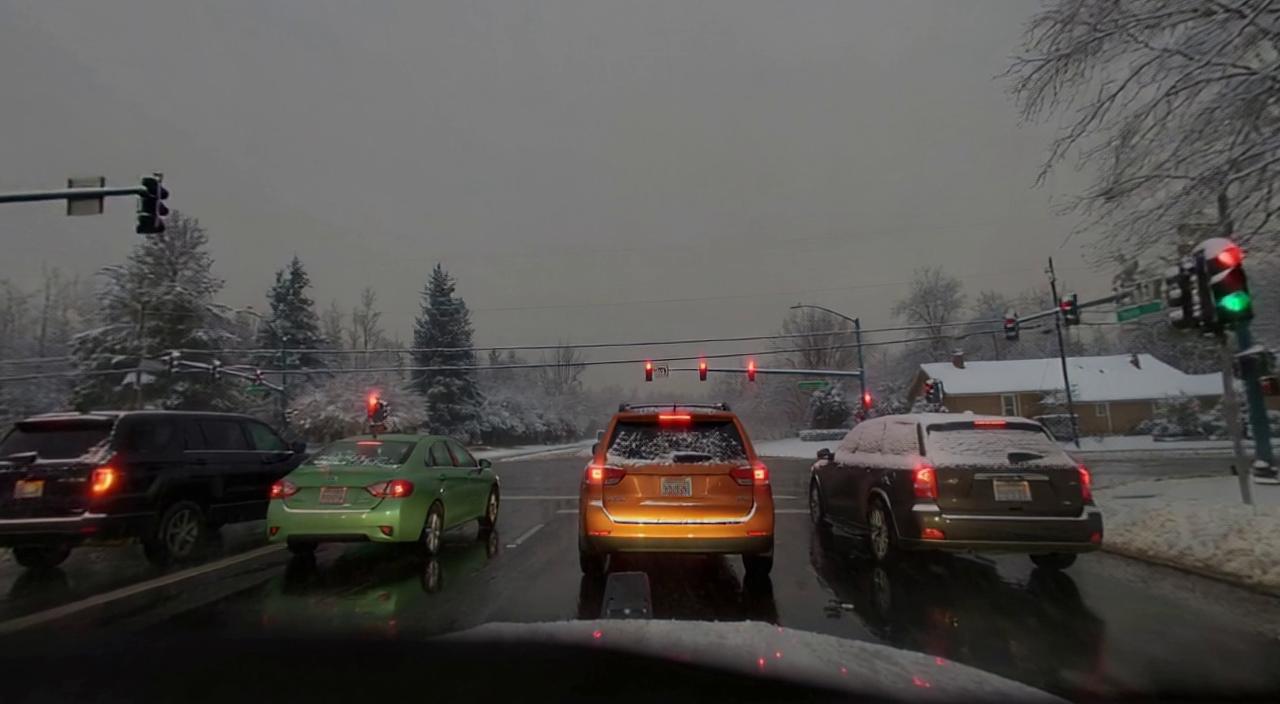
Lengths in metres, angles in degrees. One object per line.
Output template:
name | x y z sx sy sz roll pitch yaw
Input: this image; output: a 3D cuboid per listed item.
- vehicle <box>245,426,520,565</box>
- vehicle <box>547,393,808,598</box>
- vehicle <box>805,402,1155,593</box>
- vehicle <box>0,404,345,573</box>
vehicle | -3.237 1.883 9.094 1.885 1.475 4.359 -1 -8 4
vehicle | 0.393 1.518 7.492 2.198 1.708 4.170 0 -8 2
vehicle | 3.526 1.587 7.745 2.047 1.638 4.395 -1 -8 4
vehicle | -6.628 1.822 9.256 2.075 1.796 4.785 0 -8 2
